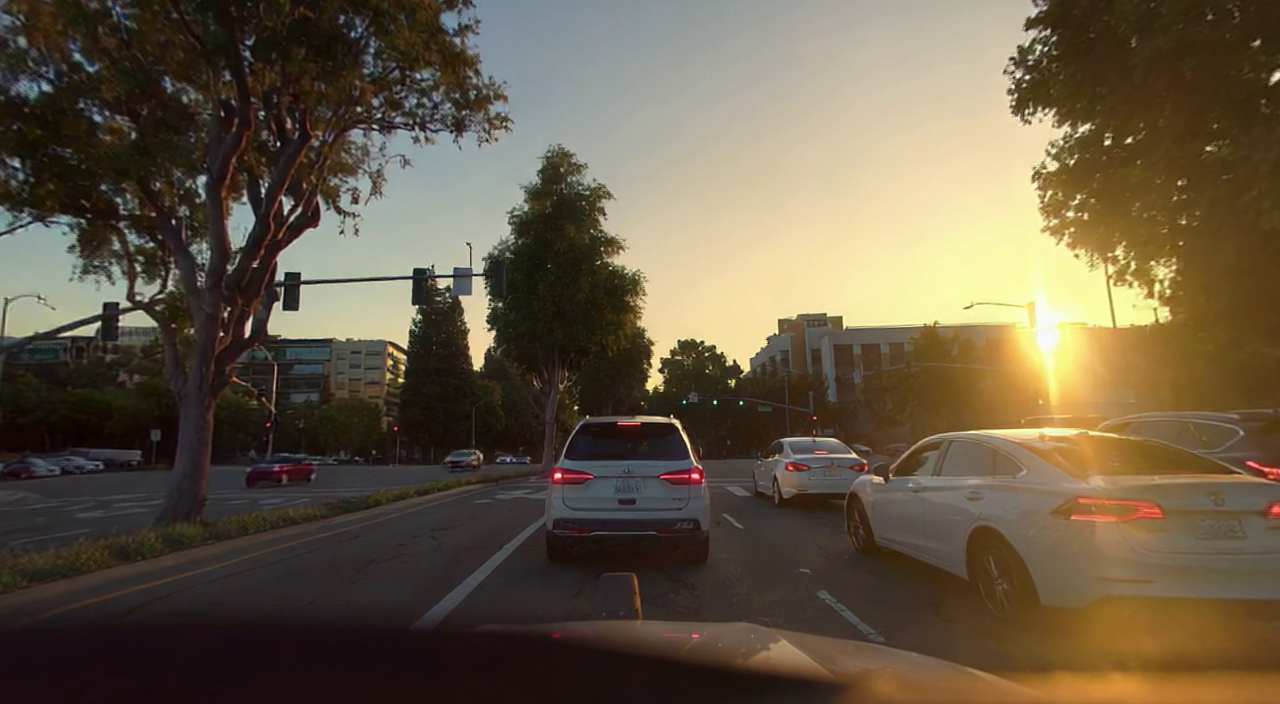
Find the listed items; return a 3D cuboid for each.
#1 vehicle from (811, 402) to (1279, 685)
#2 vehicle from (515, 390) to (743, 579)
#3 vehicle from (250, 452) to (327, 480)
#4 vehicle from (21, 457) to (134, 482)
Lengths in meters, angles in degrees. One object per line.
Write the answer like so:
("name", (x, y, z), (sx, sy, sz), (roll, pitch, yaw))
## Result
("vehicle", (3.357, 1.420, 5.975), (2.034, 1.558, 4.774), (0, -9, -1))
("vehicle", (-0.219, 1.617, 8.435), (2.236, 1.827, 4.316), (1, -9, -3))
("vehicle", (-20.765, 6.731, 37.592), (1.899, 1.469, 4.668), (0, -9, 0))
("vehicle", (-35.105, 7.341, 39.578), (4.845, 1.442, 1.880), (2, -9, -13))
